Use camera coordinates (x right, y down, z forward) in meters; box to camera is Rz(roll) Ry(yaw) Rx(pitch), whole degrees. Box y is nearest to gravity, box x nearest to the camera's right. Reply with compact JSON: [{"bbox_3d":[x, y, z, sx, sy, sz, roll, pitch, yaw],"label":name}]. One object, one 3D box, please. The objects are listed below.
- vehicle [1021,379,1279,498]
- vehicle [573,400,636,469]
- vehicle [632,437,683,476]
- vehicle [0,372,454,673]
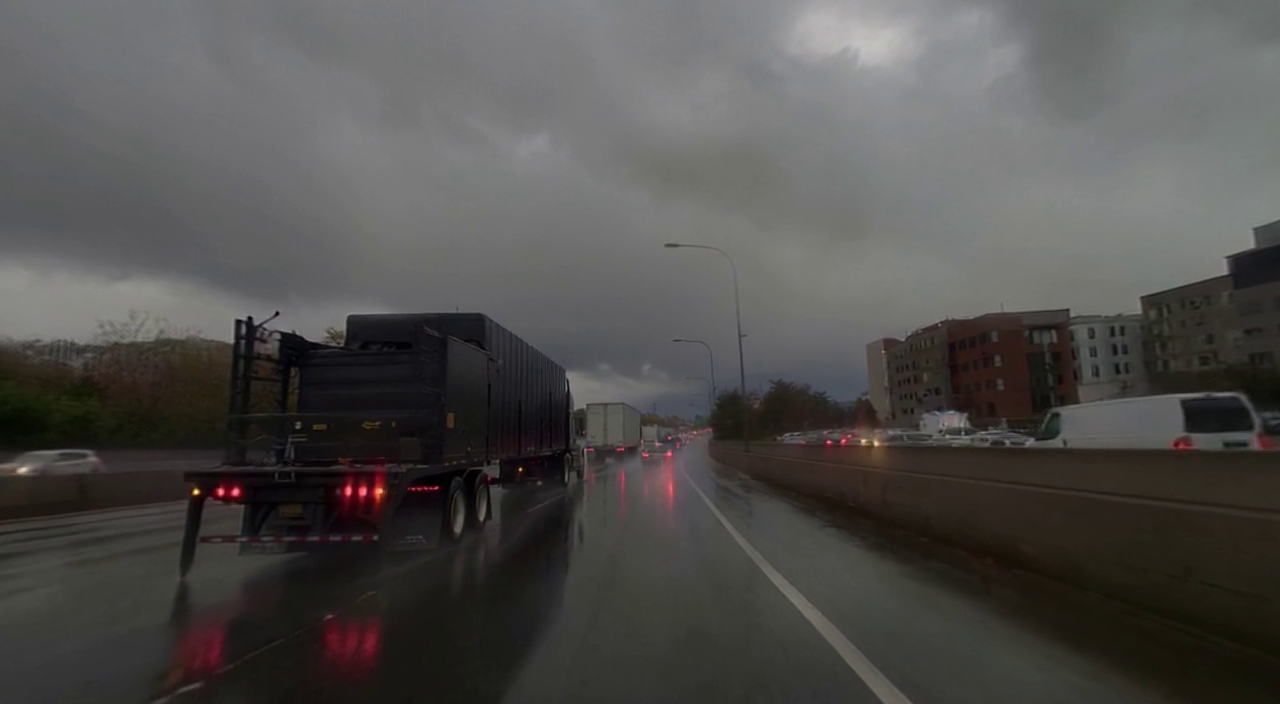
[{"bbox_3d":[13.947,2.413,17.344,2.679,2.597,7.126,-1,-9,3],"label":"vehicle"},{"bbox_3d":[-2.079,5.492,41.240,3.073,3.894,9.782,-1,-9,3],"label":"vehicle"},{"bbox_3d":[0.835,4.742,28.777,2.178,1.640,4.071,-1,-9,3],"label":"vehicle"},{"bbox_3d":[-3.620,1.247,5.535,2.896,1.779,3.441,0,-8,0],"label":"vehicle"}]
